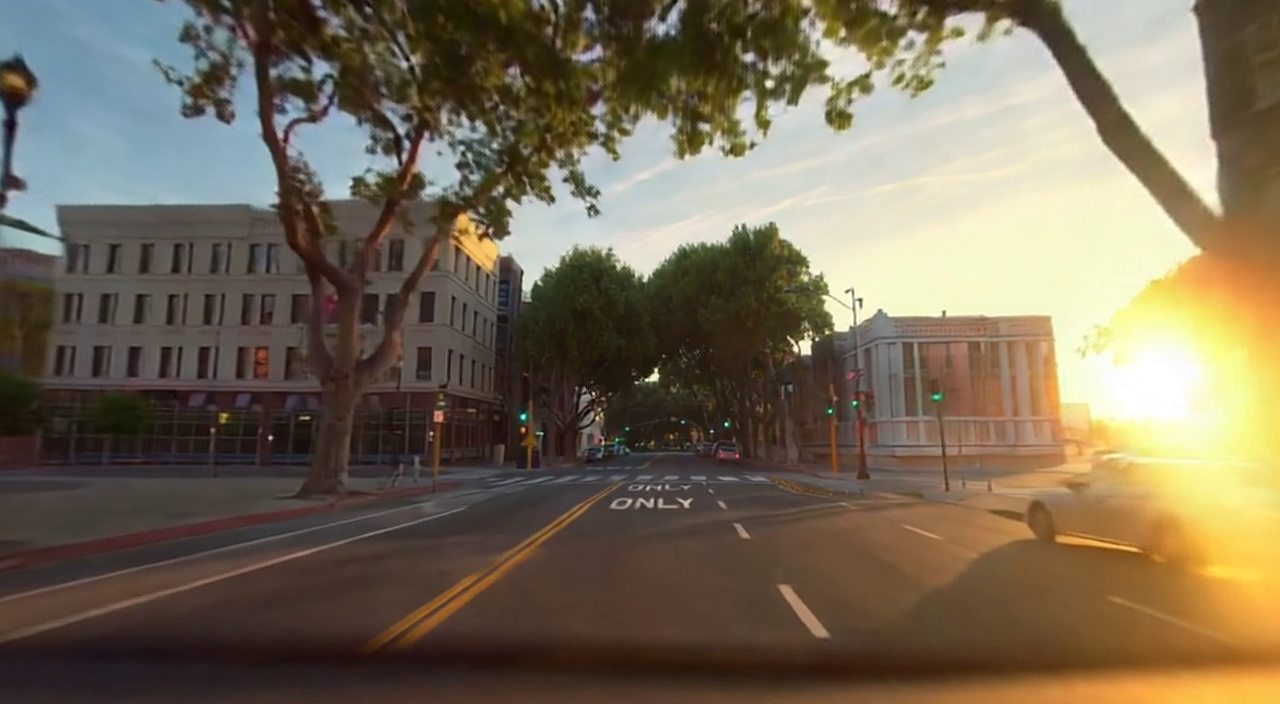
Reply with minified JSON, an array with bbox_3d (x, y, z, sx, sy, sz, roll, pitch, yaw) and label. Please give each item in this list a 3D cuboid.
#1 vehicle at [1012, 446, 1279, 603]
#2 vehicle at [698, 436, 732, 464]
[{"bbox_3d":[6.912,1.971,8.157,1.759,1.488,4.124,0,-8,2],"label":"vehicle"},{"bbox_3d":[5.277,6.963,44.915,1.971,1.919,4.748,0,-8,2],"label":"vehicle"}]
